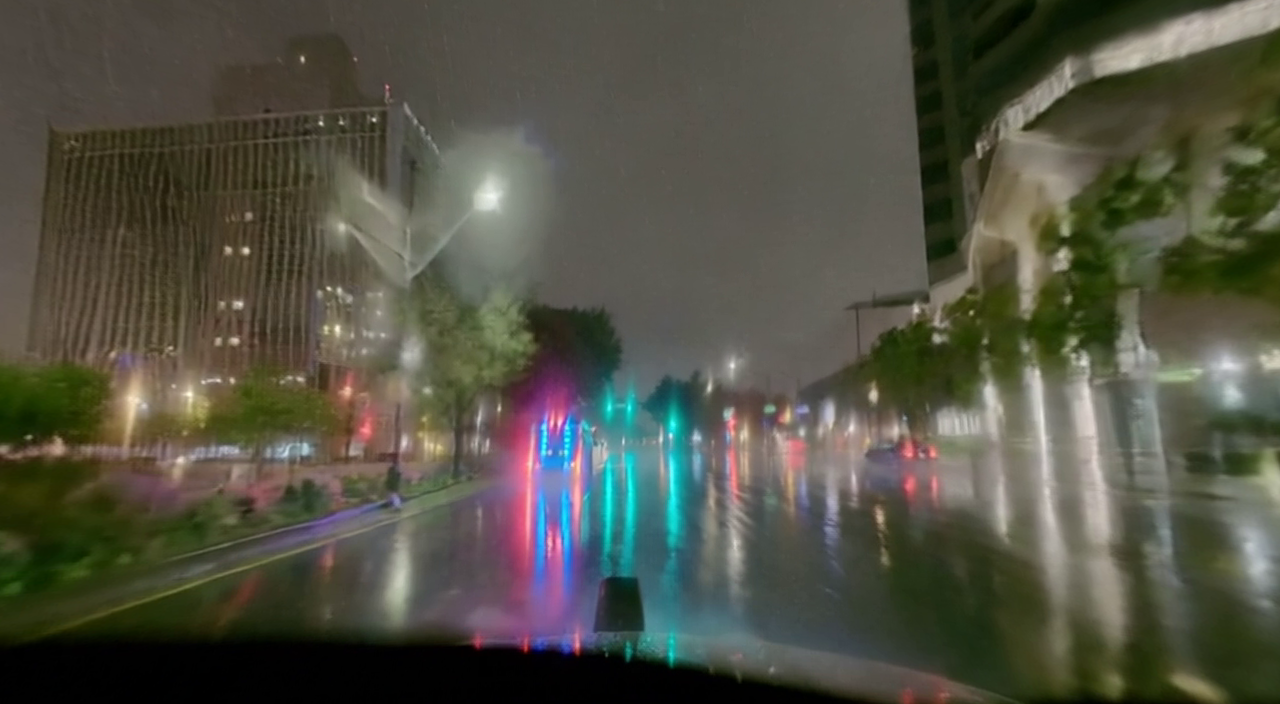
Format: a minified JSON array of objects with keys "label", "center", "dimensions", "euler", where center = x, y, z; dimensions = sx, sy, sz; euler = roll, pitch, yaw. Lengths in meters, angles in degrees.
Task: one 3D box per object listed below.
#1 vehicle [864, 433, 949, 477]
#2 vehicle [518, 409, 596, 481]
[{"label":"vehicle","center":[11.431,4.437,27.461],"dimensions":[1.980,1.719,4.422],"euler":[-1,-8,3]},{"label":"vehicle","center":[-3.480,4.074,27.830],"dimensions":[2.633,2.787,5.796],"euler":[0,-8,0]}]
